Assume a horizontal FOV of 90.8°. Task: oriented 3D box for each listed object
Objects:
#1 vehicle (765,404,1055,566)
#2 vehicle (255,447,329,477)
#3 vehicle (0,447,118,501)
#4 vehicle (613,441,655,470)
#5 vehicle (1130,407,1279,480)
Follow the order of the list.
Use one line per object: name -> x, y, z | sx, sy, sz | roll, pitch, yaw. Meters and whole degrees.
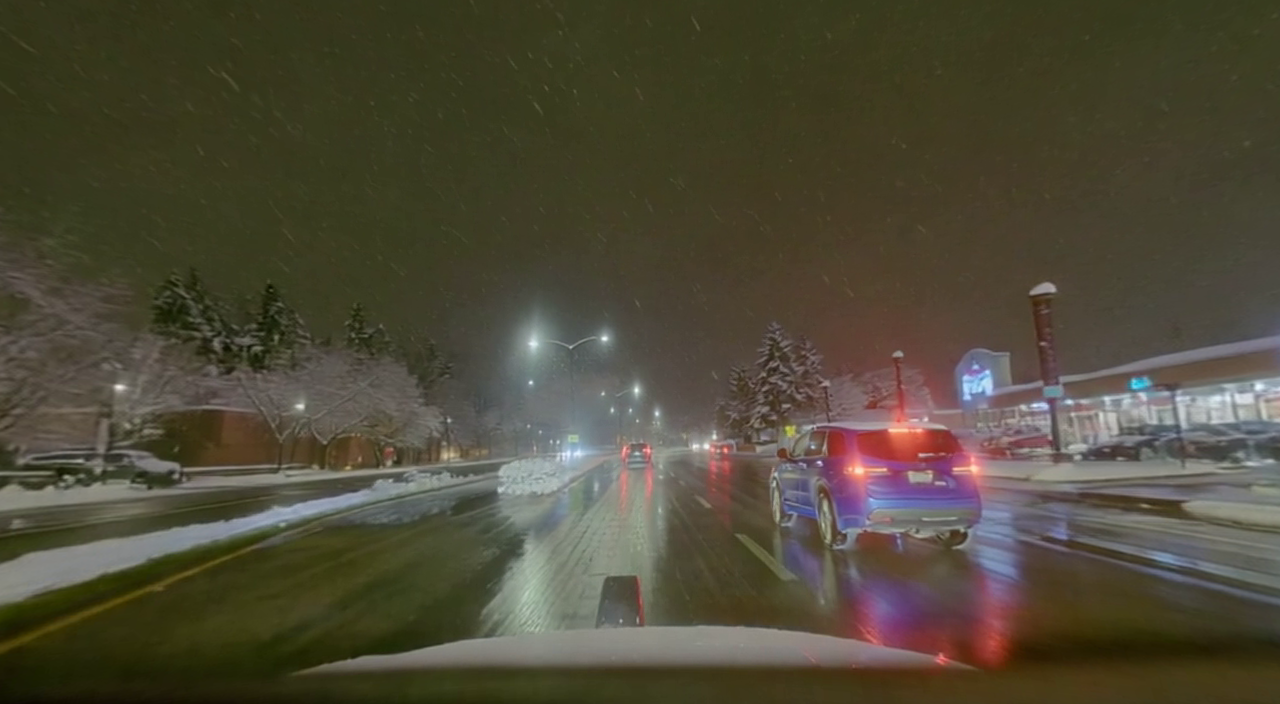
vehicle -> 3.307, 1.735, 8.975 | 2.110, 1.698, 4.397 | 0, -8, -1
vehicle -> -25.475, 8.058, 46.203 | 5.851, 1.918, 2.142 | -8, -9, 32
vehicle -> -25.457, 5.074, 26.128 | 5.437, 1.926, 2.310 | -1, -8, -16
vehicle -> -0.301, 5.619, 34.477 | 2.126, 1.475, 3.967 | 0, -8, 0
vehicle -> 19.310, 2.844, 20.162 | 5.704, 2.047, 2.413 | -1, -9, -11
